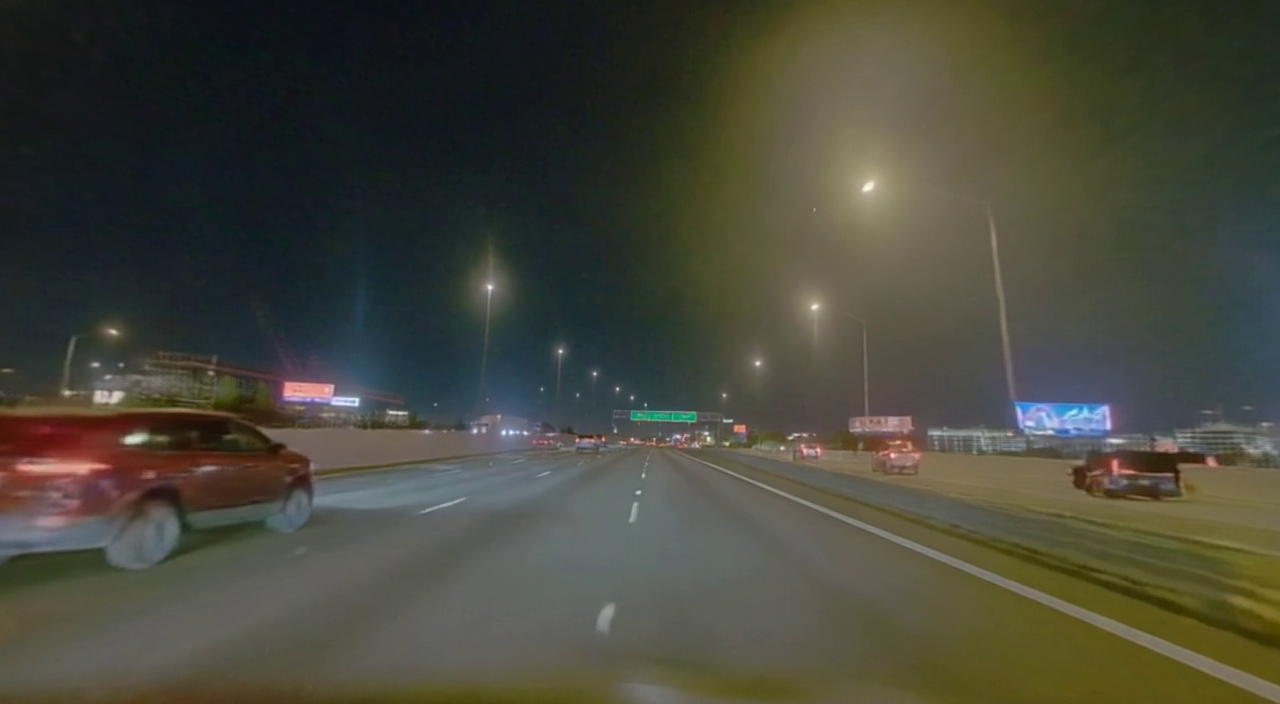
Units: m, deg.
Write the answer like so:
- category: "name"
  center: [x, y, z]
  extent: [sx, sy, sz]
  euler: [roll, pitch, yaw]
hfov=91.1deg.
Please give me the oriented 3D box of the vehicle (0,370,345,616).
- category: "vehicle"
  center: [-5.520, 1.340, 6.992]
  extent: [2.119, 1.787, 4.655]
  euler: [0, -8, 1]
